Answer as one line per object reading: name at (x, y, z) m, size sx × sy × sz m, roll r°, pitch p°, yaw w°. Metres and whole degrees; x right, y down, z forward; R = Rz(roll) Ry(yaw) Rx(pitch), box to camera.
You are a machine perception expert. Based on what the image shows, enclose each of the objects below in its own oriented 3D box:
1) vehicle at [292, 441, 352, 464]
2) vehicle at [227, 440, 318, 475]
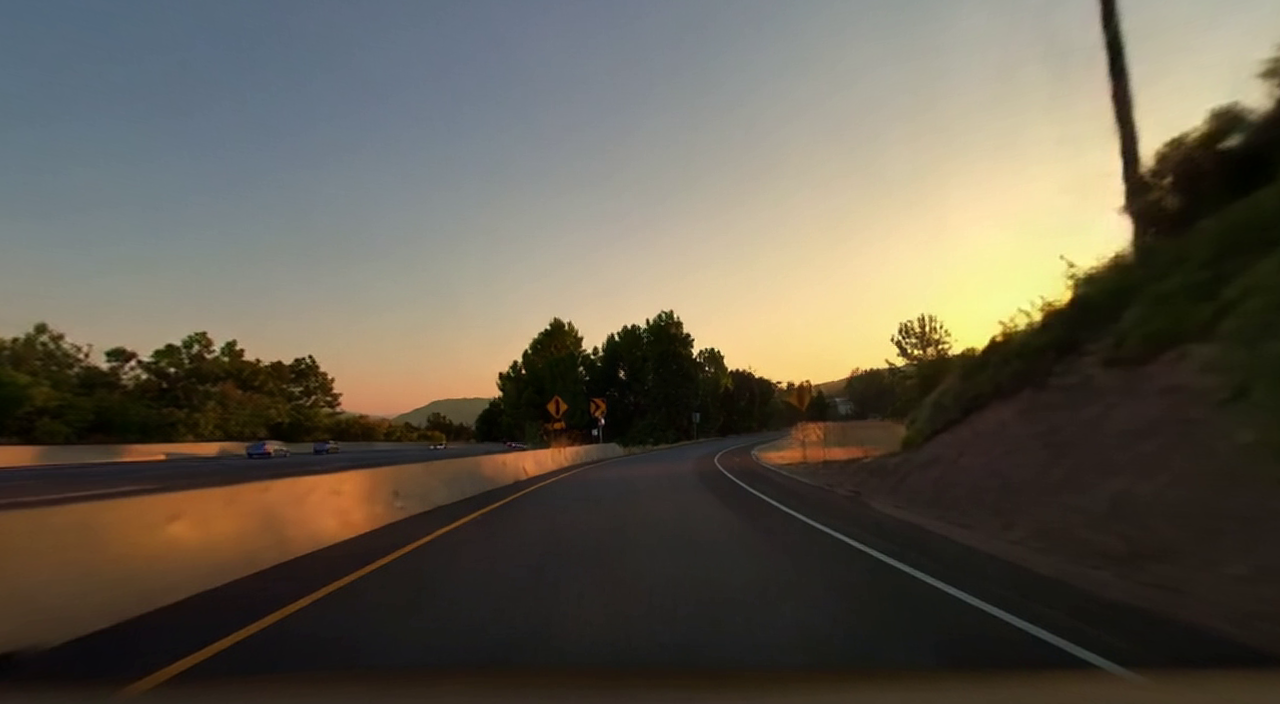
vehicle at (-21.672, 6.851, 43.105) m, size 1.880 × 1.509 × 4.775 m, roll 0°, pitch -8°, yaw -4°
vehicle at (-16.787, 4.806, 28.968) m, size 1.895 × 1.451 × 4.168 m, roll 0°, pitch -8°, yaw -4°
